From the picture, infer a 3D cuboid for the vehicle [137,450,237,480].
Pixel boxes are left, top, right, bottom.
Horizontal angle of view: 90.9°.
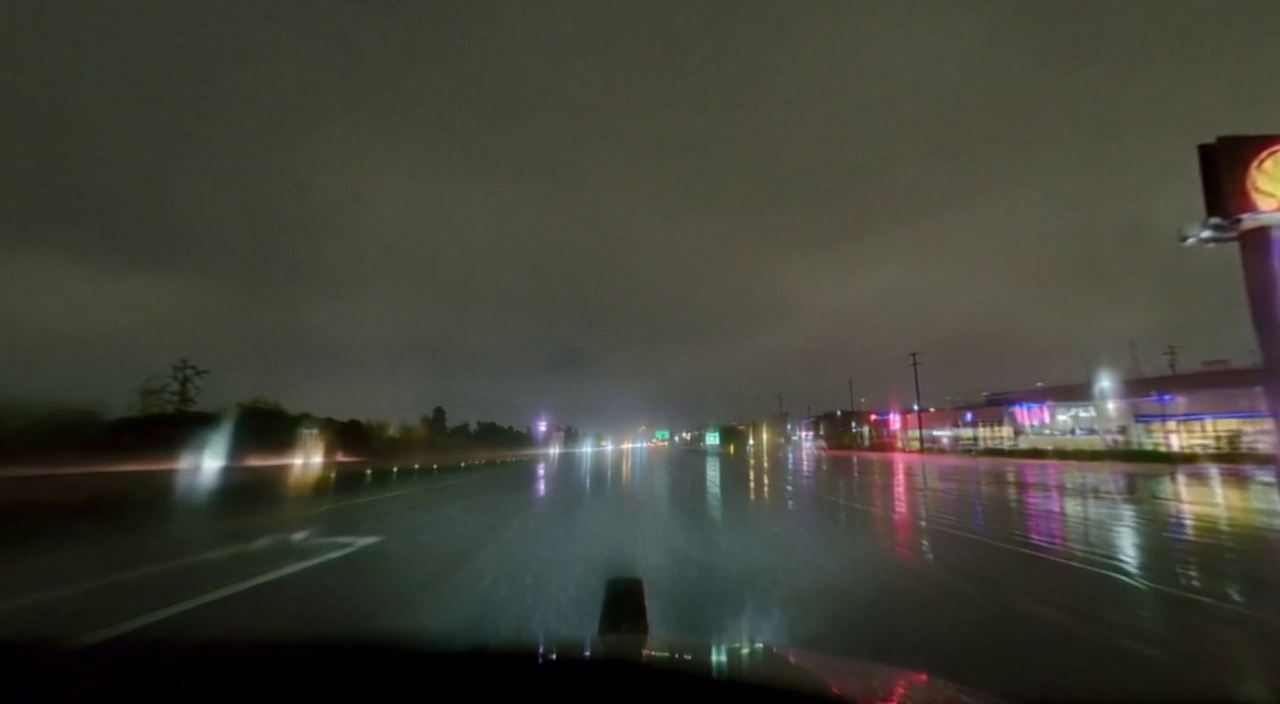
[{"bbox_3d":[-24.806,6.162,34.784,2.049,1.499,4.699,0,-8,0],"label":"vehicle"}]
